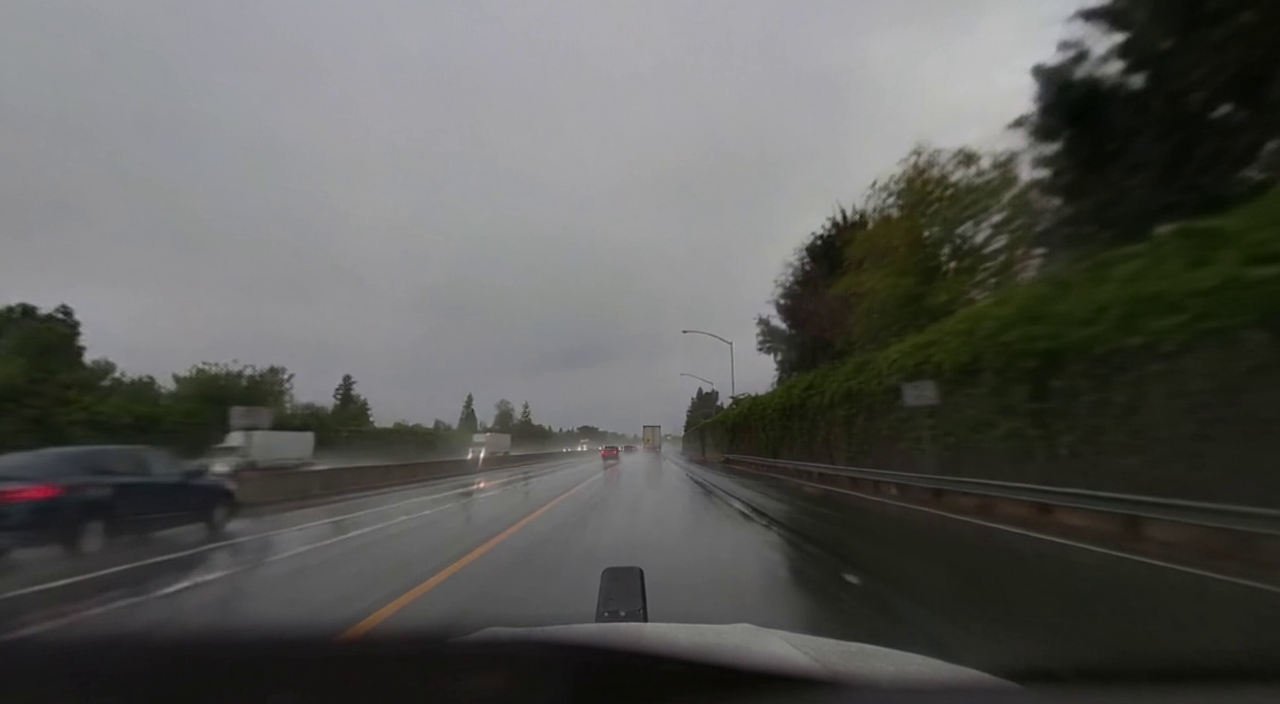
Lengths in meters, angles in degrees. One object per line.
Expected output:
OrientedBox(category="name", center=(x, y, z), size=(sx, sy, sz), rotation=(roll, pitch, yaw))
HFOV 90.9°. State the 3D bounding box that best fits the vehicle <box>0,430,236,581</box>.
OrientedBox(category="vehicle", center=(-7.482, 1.765, 7.703), size=(2.031, 1.521, 4.503), rotation=(0, -9, 1))
